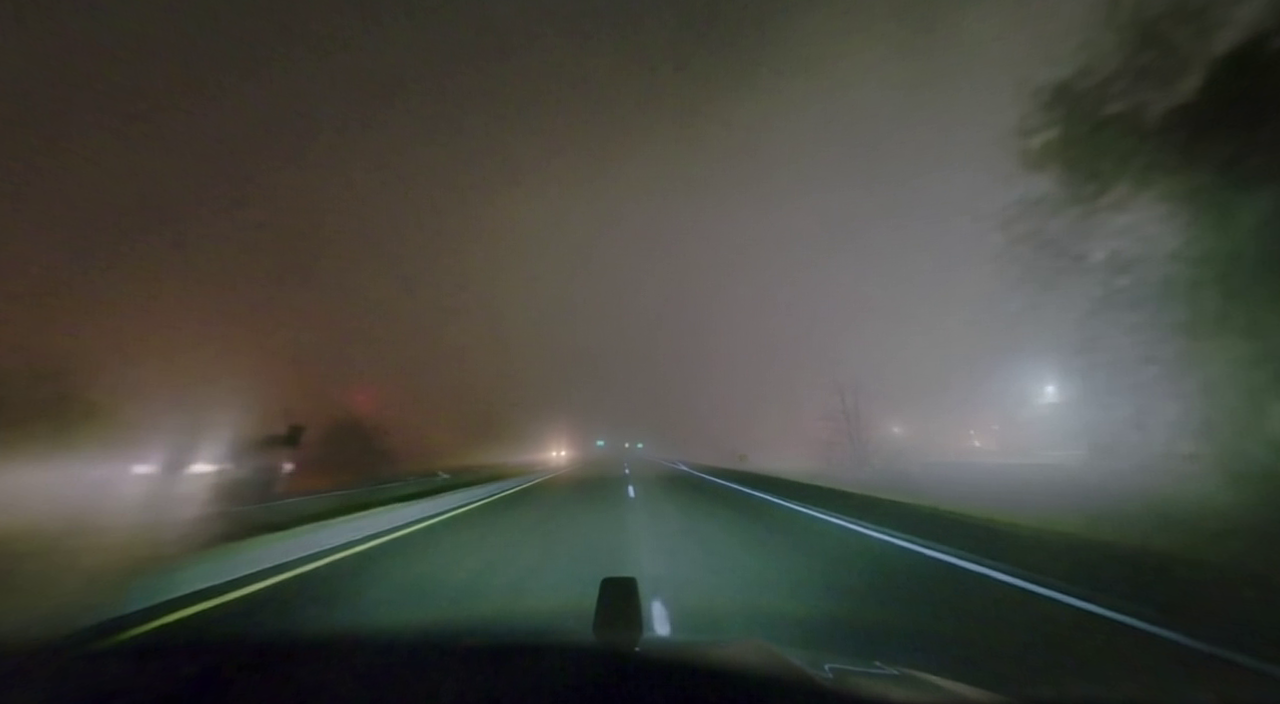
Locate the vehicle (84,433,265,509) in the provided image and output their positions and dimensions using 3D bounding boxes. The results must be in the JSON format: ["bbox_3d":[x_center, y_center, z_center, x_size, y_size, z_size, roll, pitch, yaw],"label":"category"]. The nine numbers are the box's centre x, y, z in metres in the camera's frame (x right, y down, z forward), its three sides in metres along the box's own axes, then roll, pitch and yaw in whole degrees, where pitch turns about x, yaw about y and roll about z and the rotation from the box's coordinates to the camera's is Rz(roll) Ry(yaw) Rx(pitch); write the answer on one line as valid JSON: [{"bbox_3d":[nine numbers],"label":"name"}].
[{"bbox_3d":[-14.287,3.658,19.779,2.096,2.063,4.815,0,-9,-2],"label":"vehicle"}]
